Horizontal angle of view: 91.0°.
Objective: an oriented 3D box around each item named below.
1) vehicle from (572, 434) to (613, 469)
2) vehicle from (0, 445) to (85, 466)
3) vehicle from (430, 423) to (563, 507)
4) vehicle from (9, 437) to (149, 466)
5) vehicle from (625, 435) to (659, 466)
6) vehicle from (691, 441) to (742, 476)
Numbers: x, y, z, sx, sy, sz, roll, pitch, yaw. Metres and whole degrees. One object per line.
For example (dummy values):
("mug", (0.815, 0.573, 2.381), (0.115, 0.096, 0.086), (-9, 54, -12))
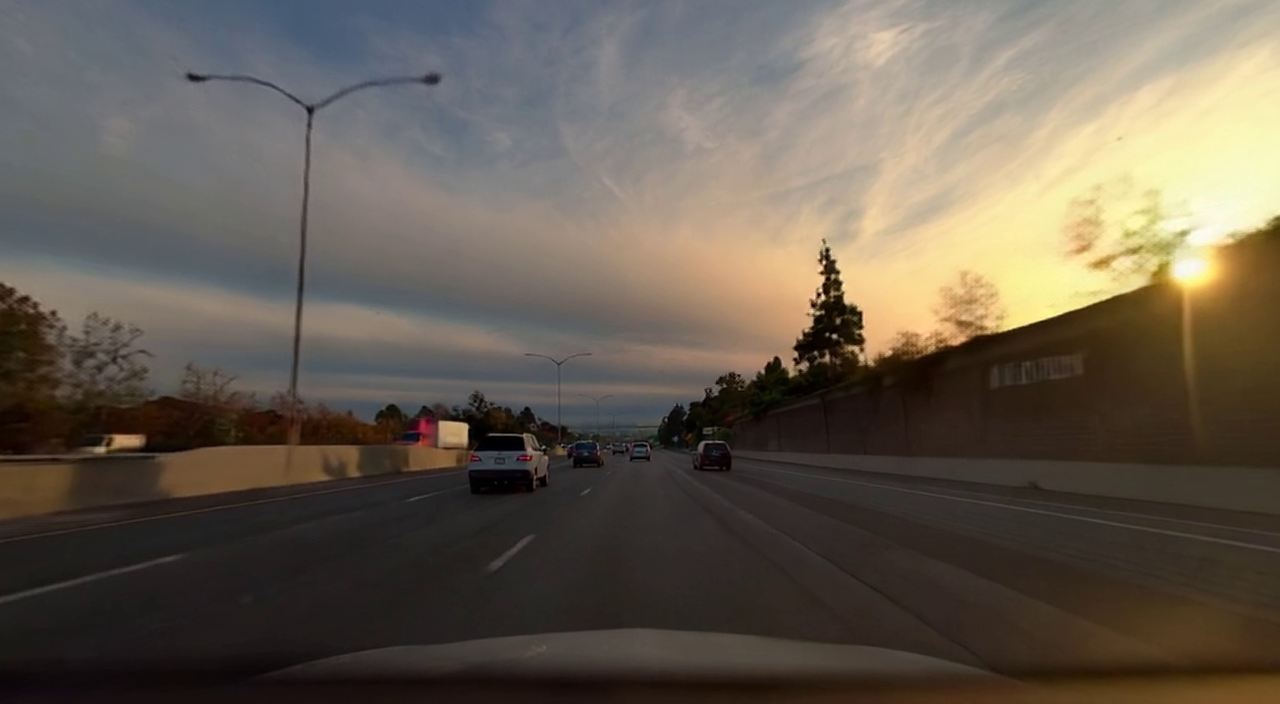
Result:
("vehicle", (-3.146, 6.712, 42.666), (2.378, 2.214, 4.352), (0, -9, 0))
("vehicle", (-38.670, 6.641, 40.433), (4.193, 1.265, 1.917), (0, -9, 1))
("vehicle", (-3.491, 2.907, 16.628), (2.184, 1.819, 5.441), (0, -9, 1))
("vehicle", (-40.953, 7.287, 46.115), (7.369, 1.939, 3.201), (0, -9, 3))
("vehicle", (0.125, 7.638, 48.961), (2.485, 2.215, 5.199), (0, -9, 0))
("vehicle", (4.117, 5.821, 34.689), (2.224, 1.752, 4.487), (1, -9, -1))
